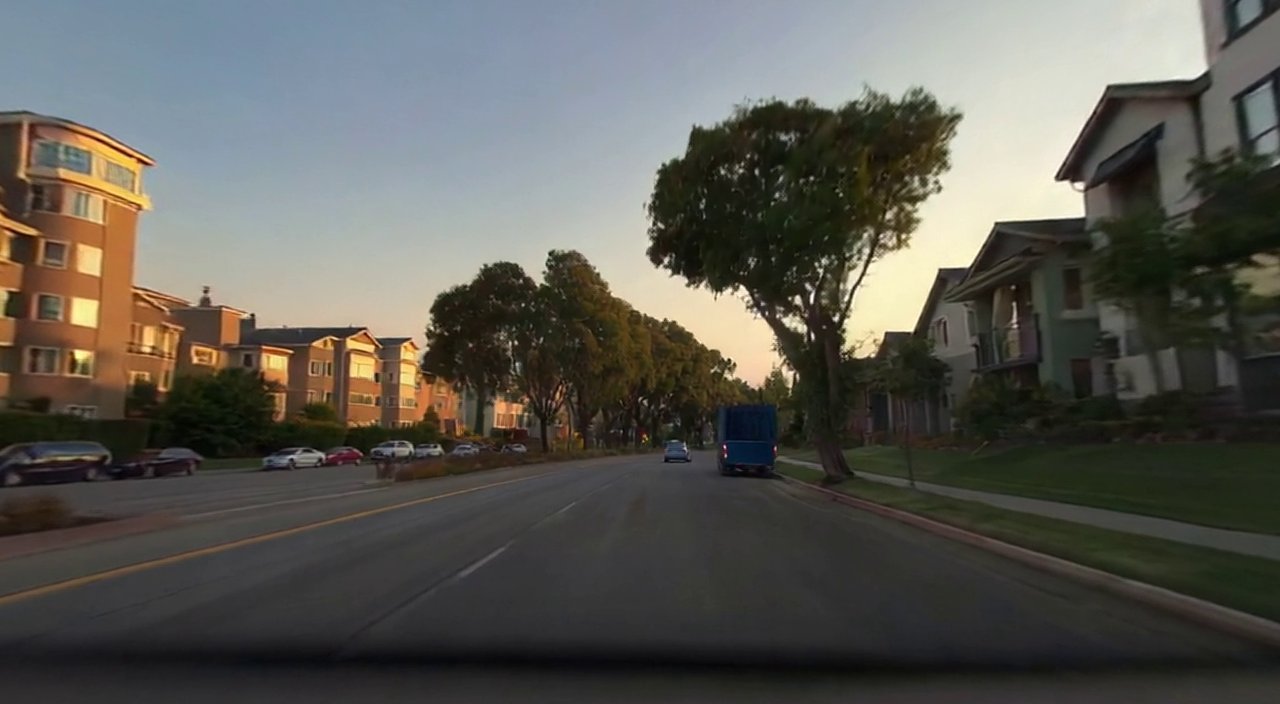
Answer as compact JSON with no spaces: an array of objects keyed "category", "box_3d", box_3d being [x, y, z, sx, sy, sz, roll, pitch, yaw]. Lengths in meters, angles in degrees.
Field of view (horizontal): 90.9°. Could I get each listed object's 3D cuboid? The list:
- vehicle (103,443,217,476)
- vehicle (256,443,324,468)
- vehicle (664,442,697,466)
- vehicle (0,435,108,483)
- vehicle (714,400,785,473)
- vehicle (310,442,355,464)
[{"category":"vehicle","box_3d":[-24.289,5.447,32.160,1.900,1.454,4.757,-3,-8,4]},{"category":"vehicle","box_3d":[-23.099,6.818,41.779,2.015,1.446,4.316,-2,-8,2]},{"category":"vehicle","box_3d":[2.515,6.197,38.380,1.871,1.370,4.206,-1,-8,6]},{"category":"vehicle","box_3d":[-24.596,4.282,25.366,2.040,1.765,4.635,-2,-8,6]},{"category":"vehicle","box_3d":[5.452,4.456,32.929,2.945,3.277,8.473,-1,-8,5]},{"category":"vehicle","box_3d":[-22.763,7.497,46.772,1.659,1.570,2.845,-1,-8,7]}]
